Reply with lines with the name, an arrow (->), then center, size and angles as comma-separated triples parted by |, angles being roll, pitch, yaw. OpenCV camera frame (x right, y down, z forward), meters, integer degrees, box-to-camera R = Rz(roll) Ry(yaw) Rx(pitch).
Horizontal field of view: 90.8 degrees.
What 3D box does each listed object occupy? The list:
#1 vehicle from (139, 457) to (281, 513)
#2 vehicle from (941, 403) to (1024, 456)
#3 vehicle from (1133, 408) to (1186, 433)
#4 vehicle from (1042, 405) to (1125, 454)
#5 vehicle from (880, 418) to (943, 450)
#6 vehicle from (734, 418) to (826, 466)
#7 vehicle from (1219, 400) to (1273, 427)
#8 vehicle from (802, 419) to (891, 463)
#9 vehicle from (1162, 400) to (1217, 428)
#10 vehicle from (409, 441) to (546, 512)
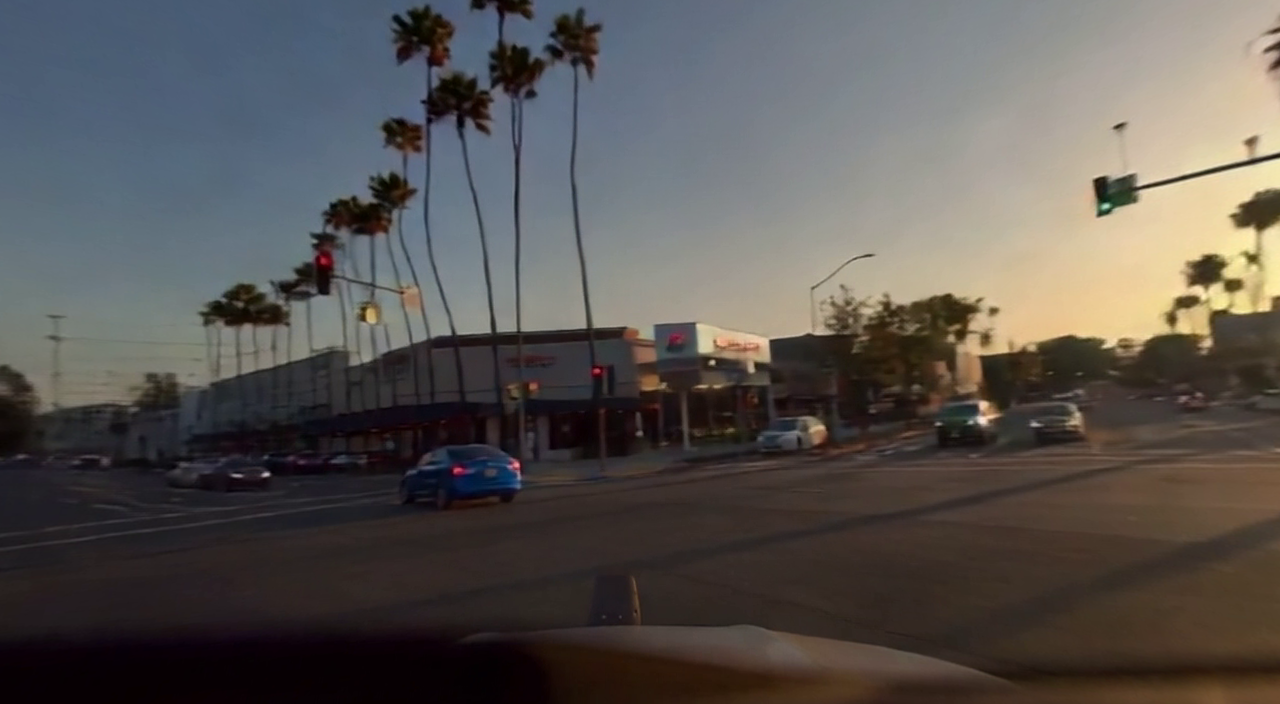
vehicle -> -14.058, 4.239, 20.597 | 4.687, 1.509, 2.068 | -6, -10, 33
vehicle -> 12.686, 2.891, 23.305 | 2.187, 1.740, 4.022 | -6, -10, 33
vehicle -> 33.325, 4.450, 40.633 | 1.977, 1.449, 4.254 | -6, -10, 31
vehicle -> 15.123, 2.644, 21.633 | 2.041, 1.473, 4.221 | -6, -8, 34
vehicle -> 13.578, 4.112, 31.416 | 1.973, 1.474, 4.495 | -6, -10, 33
vehicle -> 5.899, 3.700, 26.245 | 2.090, 1.593, 4.176 | -9, -8, 35
vehicle -> 47.307, 4.859, 49.427 | 2.027, 1.848, 5.158 | -6, -10, 33
vehicle -> 7.916, 3.367, 23.959 | 2.041, 1.498, 4.348 | -6, -10, 33
vehicle -> 42.537, 4.861, 49.024 | 2.313, 1.935, 4.969 | -6, -10, 32
vehicle -> -4.161, 2.977, 15.708 | 2.089, 1.471, 4.206 | 5, -10, -32
